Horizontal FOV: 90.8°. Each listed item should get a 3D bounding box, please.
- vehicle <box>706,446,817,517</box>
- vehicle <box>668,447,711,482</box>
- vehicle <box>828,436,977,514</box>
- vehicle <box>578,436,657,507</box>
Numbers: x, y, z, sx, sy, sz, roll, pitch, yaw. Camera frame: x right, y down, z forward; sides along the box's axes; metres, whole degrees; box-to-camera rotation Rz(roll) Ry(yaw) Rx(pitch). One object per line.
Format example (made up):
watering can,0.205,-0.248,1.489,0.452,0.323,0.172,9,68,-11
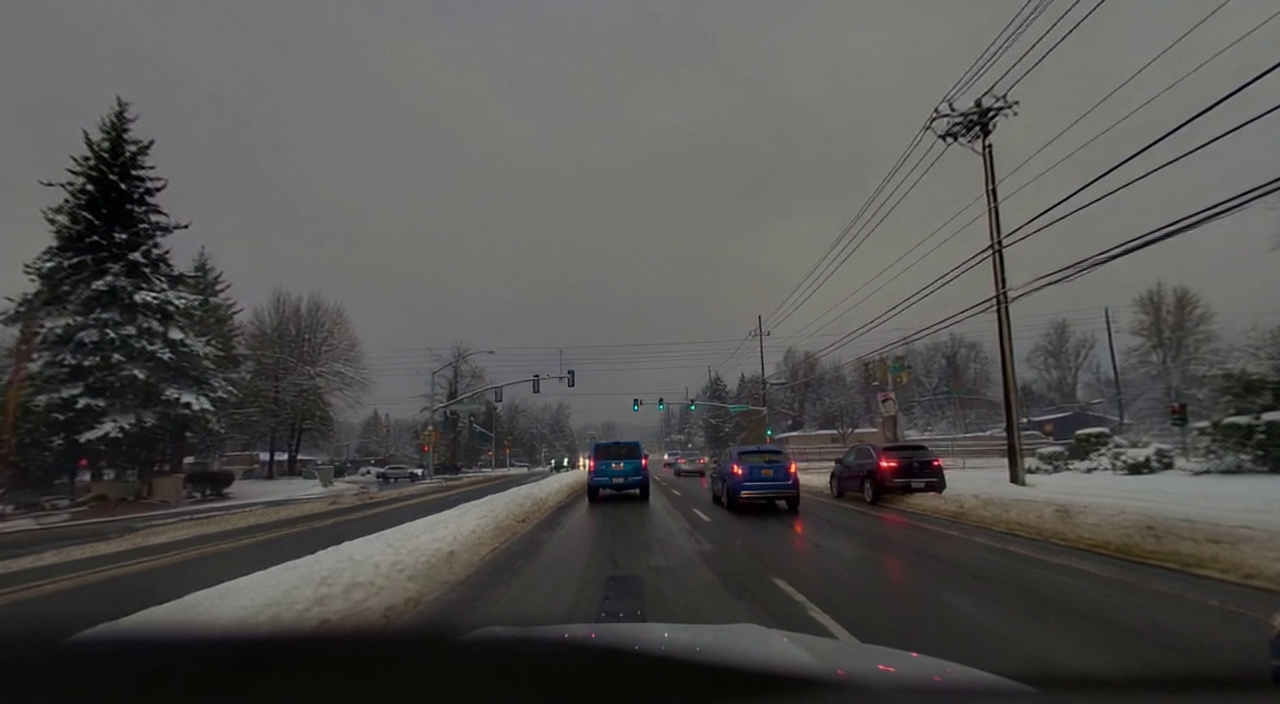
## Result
vehicle,2.994,3.281,16.592,1.880,1.579,4.401,0,-9,-2
vehicle,2.672,6.185,35.005,1.915,1.765,4.047,0,-9,-2
vehicle,6.652,3.144,16.650,1.929,1.753,4.396,0,-9,-2
vehicle,-0.685,3.724,20.120,2.231,1.998,4.254,0,-9,-1
